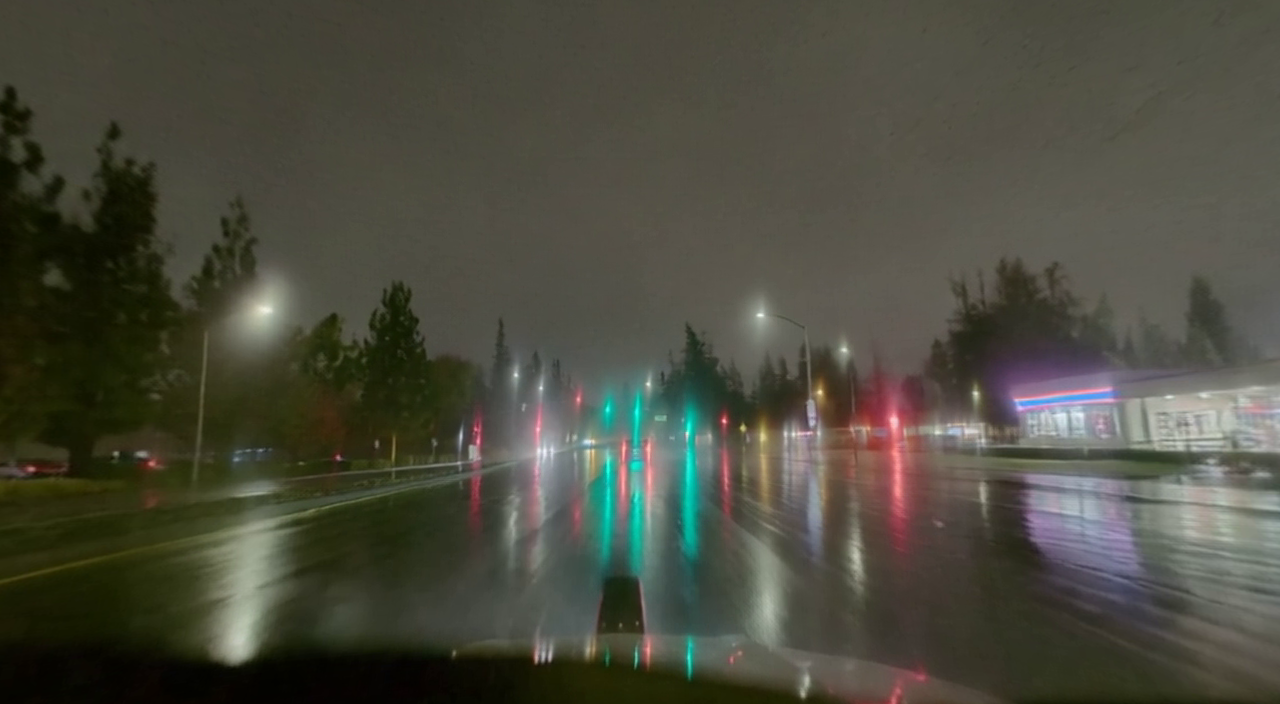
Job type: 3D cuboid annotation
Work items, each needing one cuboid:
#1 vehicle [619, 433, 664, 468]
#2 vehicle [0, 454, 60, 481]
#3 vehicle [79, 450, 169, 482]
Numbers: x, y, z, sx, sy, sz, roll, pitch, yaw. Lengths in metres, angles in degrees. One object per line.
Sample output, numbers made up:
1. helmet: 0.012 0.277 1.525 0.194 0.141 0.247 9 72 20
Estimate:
1. vehicle: 0.062 5.214 33.360 2.213 1.715 4.242 0 -8 -1
2. vehicle: -38.277 6.979 37.976 4.469 1.557 1.959 6 -10 -34
3. vehicle: -28.670 6.286 34.952 4.749 1.666 1.859 -4 -9 25
